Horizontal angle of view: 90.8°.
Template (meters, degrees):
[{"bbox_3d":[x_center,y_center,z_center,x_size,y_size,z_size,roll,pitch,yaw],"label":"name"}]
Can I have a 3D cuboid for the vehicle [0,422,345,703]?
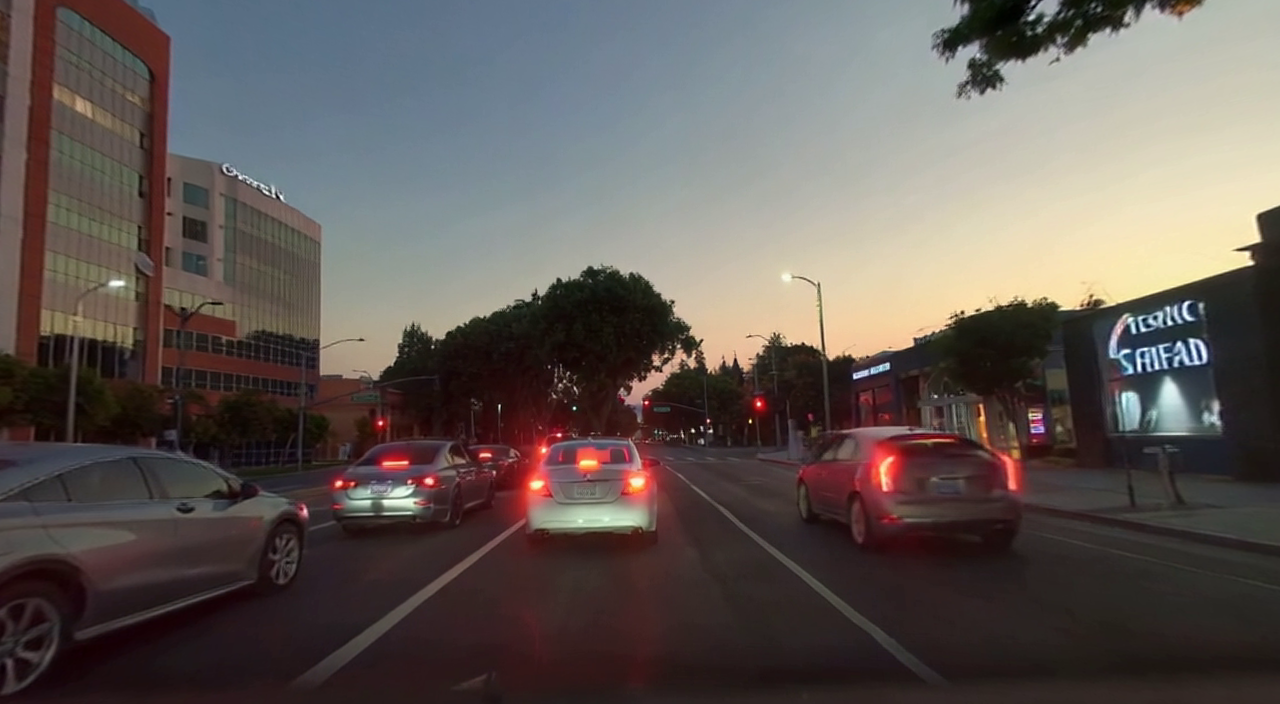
[{"bbox_3d":[-4.127,1.271,4.343,2.020,1.457,4.496,0,-9,0],"label":"vehicle"}]

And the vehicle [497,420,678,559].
[{"bbox_3d":[-0.615,1.855,9.174,2.042,1.555,3.912,0,-9,-1],"label":"vehicle"}]

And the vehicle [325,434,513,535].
[{"bbox_3d":[-3.730,2.300,11.570,1.950,1.487,4.130,0,-9,0],"label":"vehicle"}]

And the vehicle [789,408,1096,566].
[{"bbox_3d":[3.731,1.757,8.920,2.097,1.651,4.300,0,-9,-1],"label":"vehicle"}]
